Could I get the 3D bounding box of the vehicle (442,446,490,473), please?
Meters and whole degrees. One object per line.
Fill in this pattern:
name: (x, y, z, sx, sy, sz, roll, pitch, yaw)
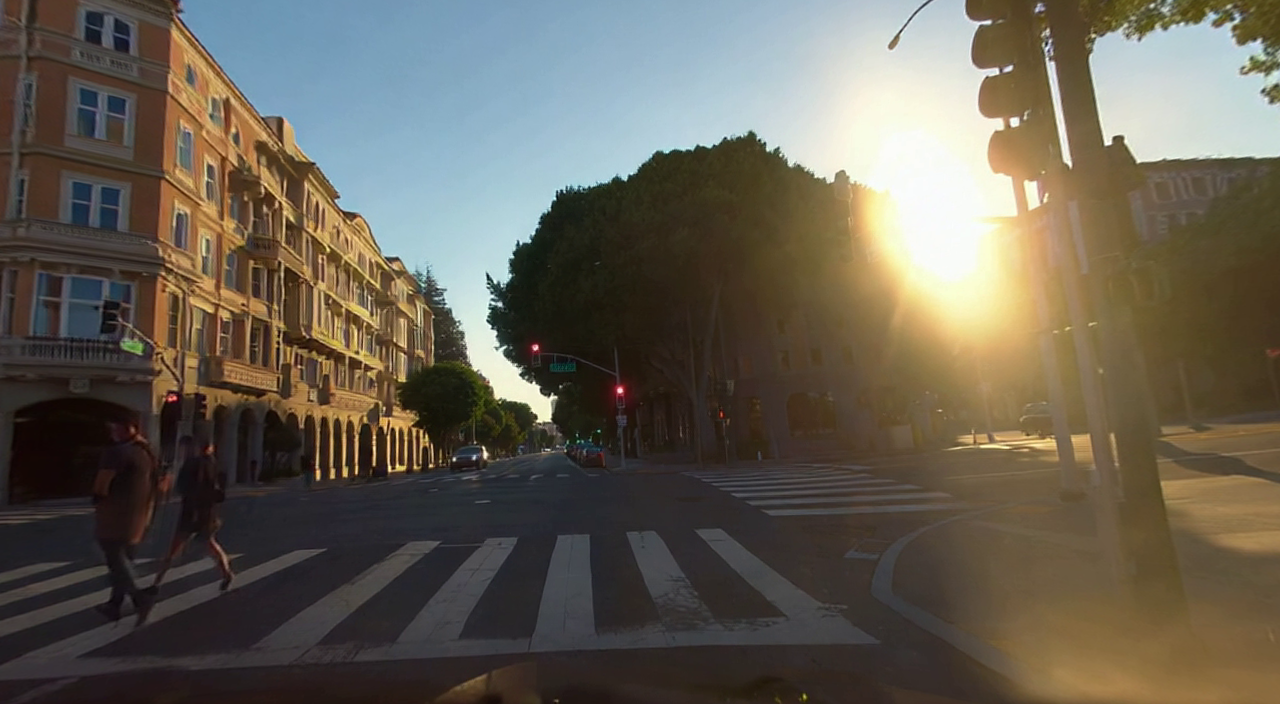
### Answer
vehicle: (-10.454, 6.469, 38.170, 2.196, 1.503, 4.371, 1, -8, -8)
